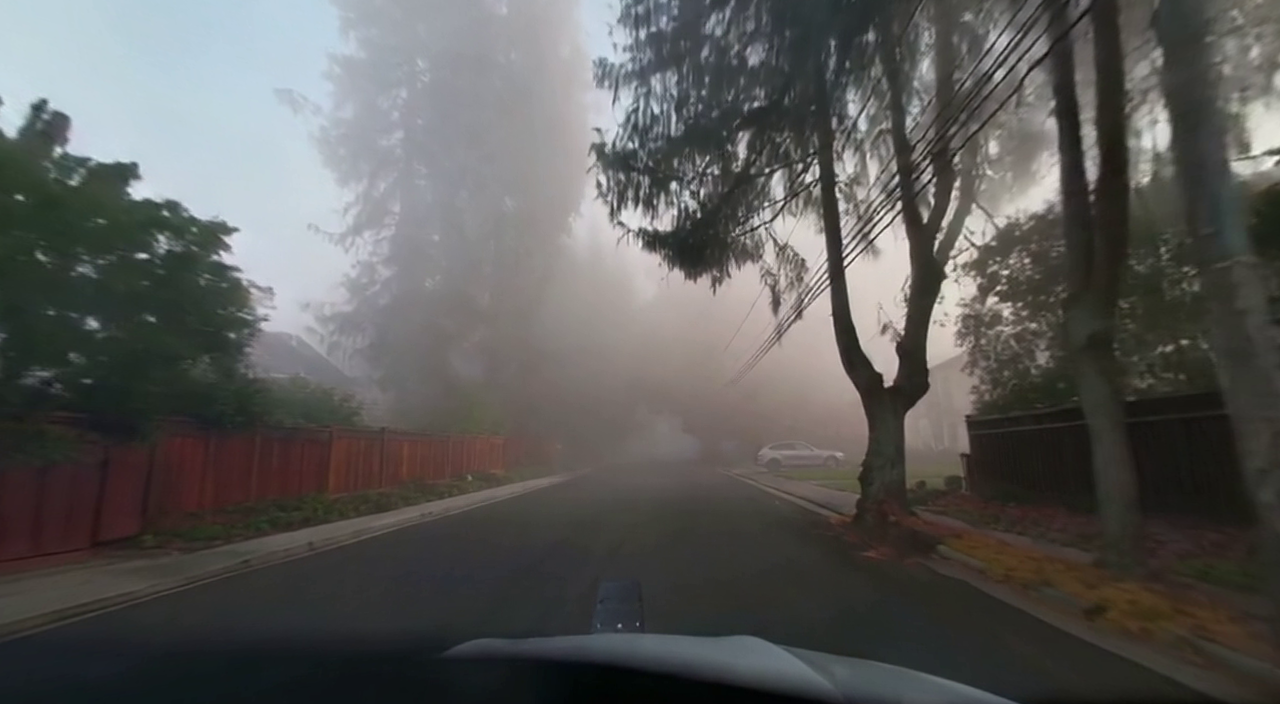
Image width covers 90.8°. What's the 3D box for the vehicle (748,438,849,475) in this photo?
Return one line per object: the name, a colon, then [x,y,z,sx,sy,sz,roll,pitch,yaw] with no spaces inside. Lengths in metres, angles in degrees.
vehicle: [8.206,5.464,33.103,4.806,1.851,2.050,-1,-9,3]
